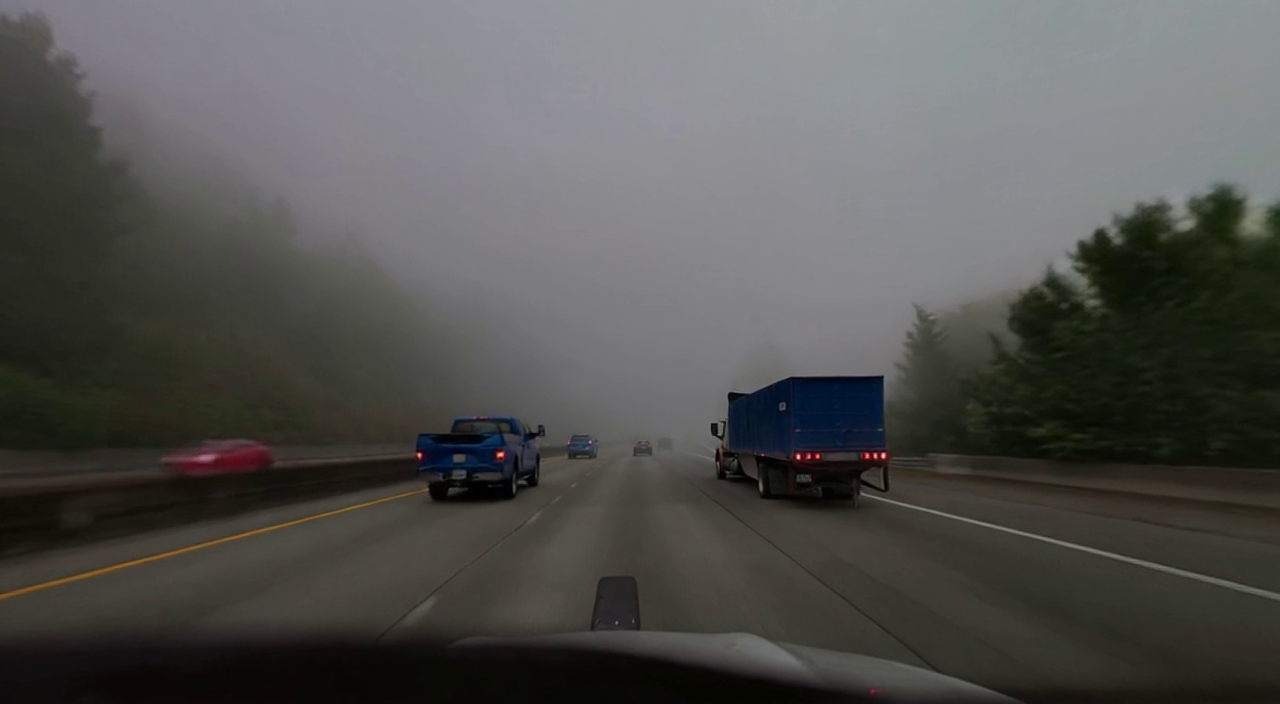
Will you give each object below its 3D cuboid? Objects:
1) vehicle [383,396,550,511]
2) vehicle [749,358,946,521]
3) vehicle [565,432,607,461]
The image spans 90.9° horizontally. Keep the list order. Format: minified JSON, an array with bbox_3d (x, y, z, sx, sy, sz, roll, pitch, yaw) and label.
[{"bbox_3d":[-3.355,2.080,13.362,2.204,1.991,4.720,0,-8,-1],"label":"vehicle"},{"bbox_3d":[3.630,1.647,12.041,2.256,2.568,4.049,0,-8,-1],"label":"vehicle"},{"bbox_3d":[-3.048,5.423,36.413,2.008,1.588,4.147,0,-8,1],"label":"vehicle"}]
